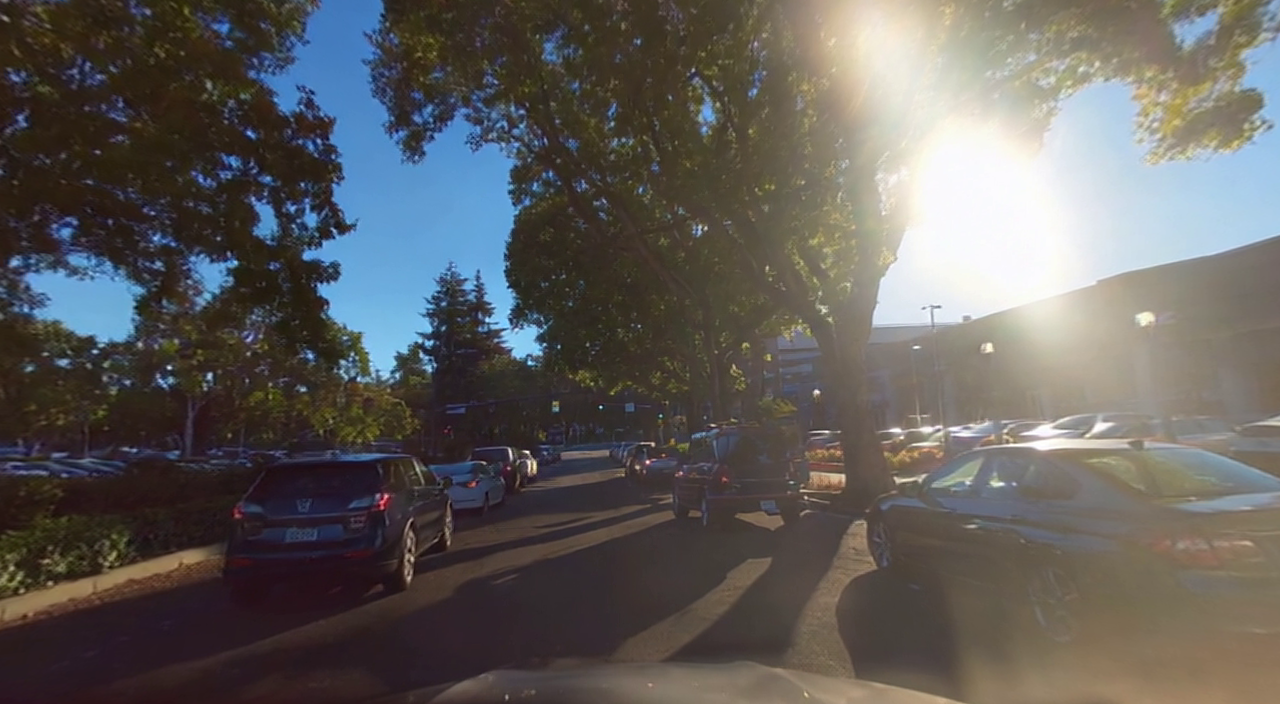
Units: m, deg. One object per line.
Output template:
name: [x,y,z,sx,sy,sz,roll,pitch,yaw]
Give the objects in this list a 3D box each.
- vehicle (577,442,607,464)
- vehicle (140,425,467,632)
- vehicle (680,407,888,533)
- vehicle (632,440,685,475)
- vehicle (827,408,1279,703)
vehicle: [-3.553,7.385,46.451,2.095,1.473,4.301,1,-8,-5]
vehicle: [-3.096,1.624,6.965,1.968,1.497,4.286,2,-8,-11]
vehicle: [2.404,2.211,12.545,2.324,1.907,5.634,1,-8,-6]
vehicle: [0.768,4.785,28.972,1.910,1.493,4.490,1,-8,-5]
vehicle: [3.416,1.358,5.307,1.904,1.494,4.864,1,-8,-4]
